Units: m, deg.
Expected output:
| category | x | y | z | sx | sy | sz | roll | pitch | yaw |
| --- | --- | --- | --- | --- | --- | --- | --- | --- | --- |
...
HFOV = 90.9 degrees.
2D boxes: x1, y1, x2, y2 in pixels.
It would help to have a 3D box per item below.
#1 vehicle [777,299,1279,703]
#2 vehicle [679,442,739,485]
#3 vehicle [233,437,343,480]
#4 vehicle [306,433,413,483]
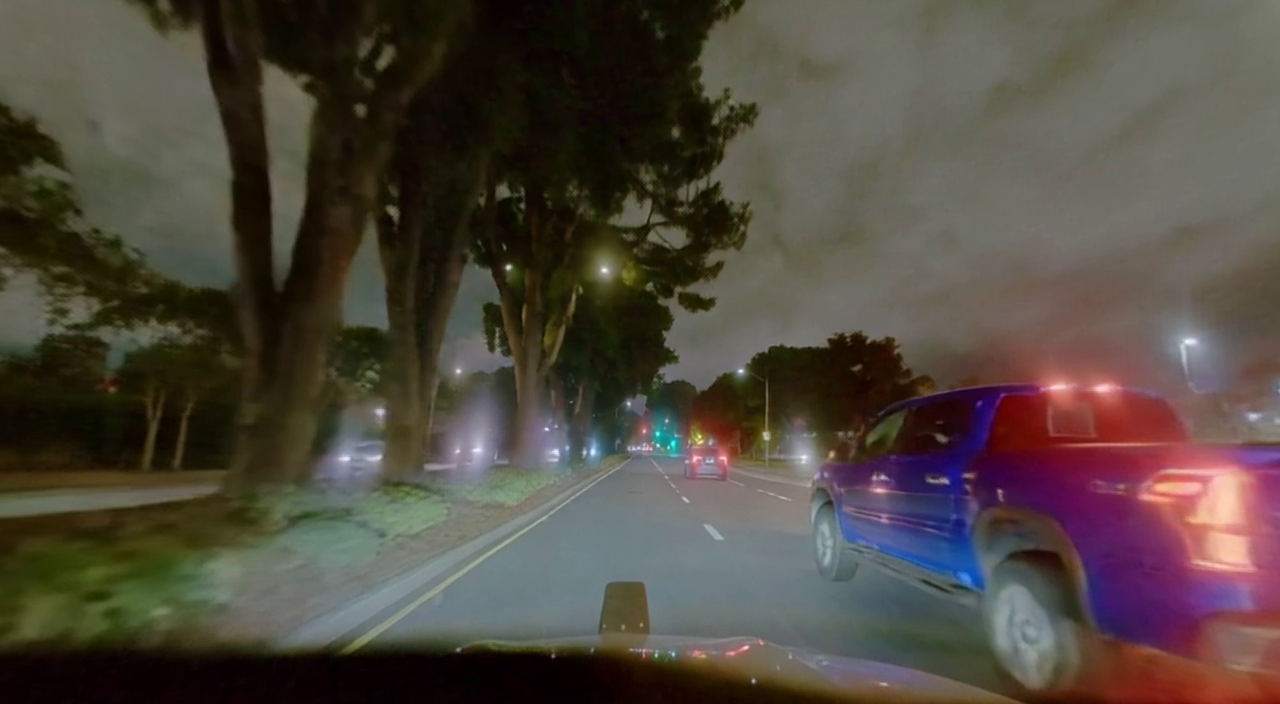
| category | x | y | z | sx | sy | sz | roll | pitch | yaw |
| --- | --- | --- | --- | --- | --- | --- | --- | --- | --- |
| vehicle | 2.996 | 1.202 | 4.934 | 2.553 | 1.942 | 5.679 | 0 | -9 | 0 |
| vehicle | 2.946 | 4.916 | 28.084 | 2.108 | 1.712 | 4.616 | 0 | -9 | -1 |
| vehicle | -14.128 | 4.311 | 25.641 | 1.996 | 1.599 | 4.193 | 0 | -9 | 0 |
| vehicle | -10.994 | 4.183 | 25.160 | 2.013 | 1.777 | 4.810 | 0 | -9 | 0 |
